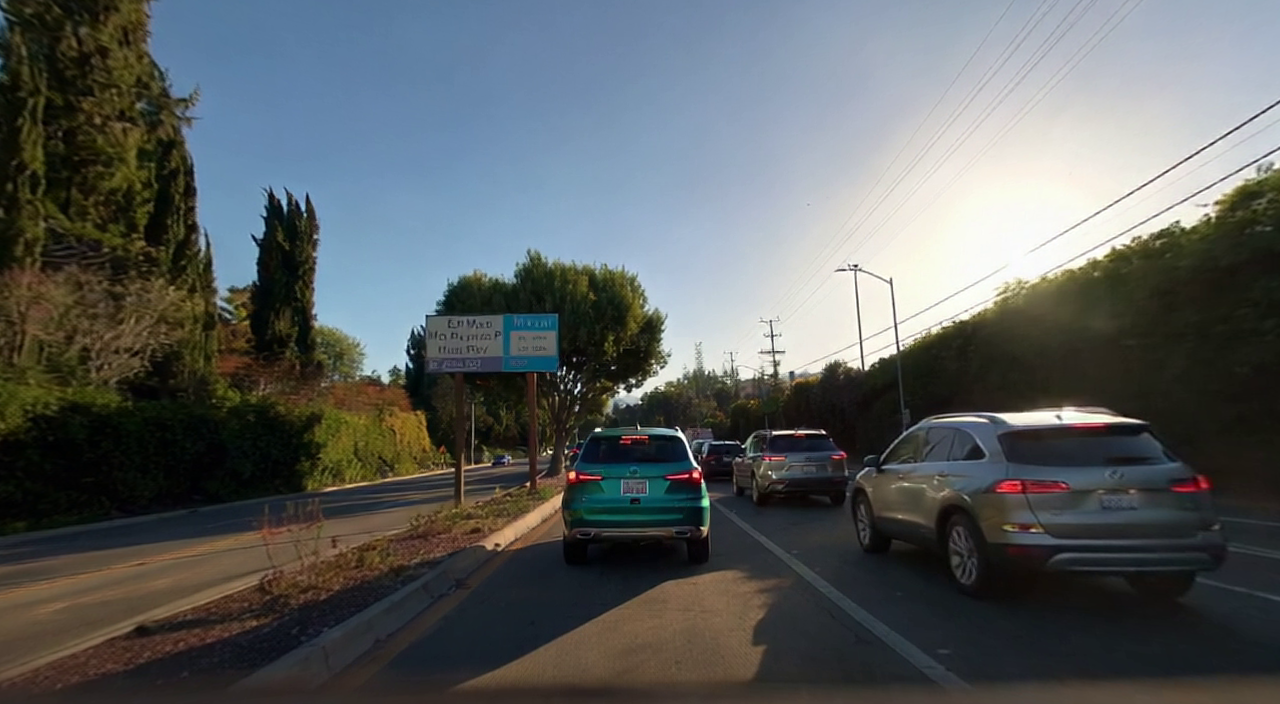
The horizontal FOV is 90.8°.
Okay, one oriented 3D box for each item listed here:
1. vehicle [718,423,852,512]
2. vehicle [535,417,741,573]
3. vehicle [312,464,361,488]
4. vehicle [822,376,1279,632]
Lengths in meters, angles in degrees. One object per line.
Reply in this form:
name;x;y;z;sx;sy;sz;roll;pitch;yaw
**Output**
vehicle;3.276;2.719;15.353;2.097;1.818;4.625;0;-8;-1
vehicle;-0.064;1.845;8.943;2.199;1.641;4.232;0;-8;-1
vehicle;-22.906;9.368;47.827;1.847;1.554;3.926;0;-8;-1
vehicle;3.512;1.328;6.431;2.001;1.707;4.250;0;-8;-1
